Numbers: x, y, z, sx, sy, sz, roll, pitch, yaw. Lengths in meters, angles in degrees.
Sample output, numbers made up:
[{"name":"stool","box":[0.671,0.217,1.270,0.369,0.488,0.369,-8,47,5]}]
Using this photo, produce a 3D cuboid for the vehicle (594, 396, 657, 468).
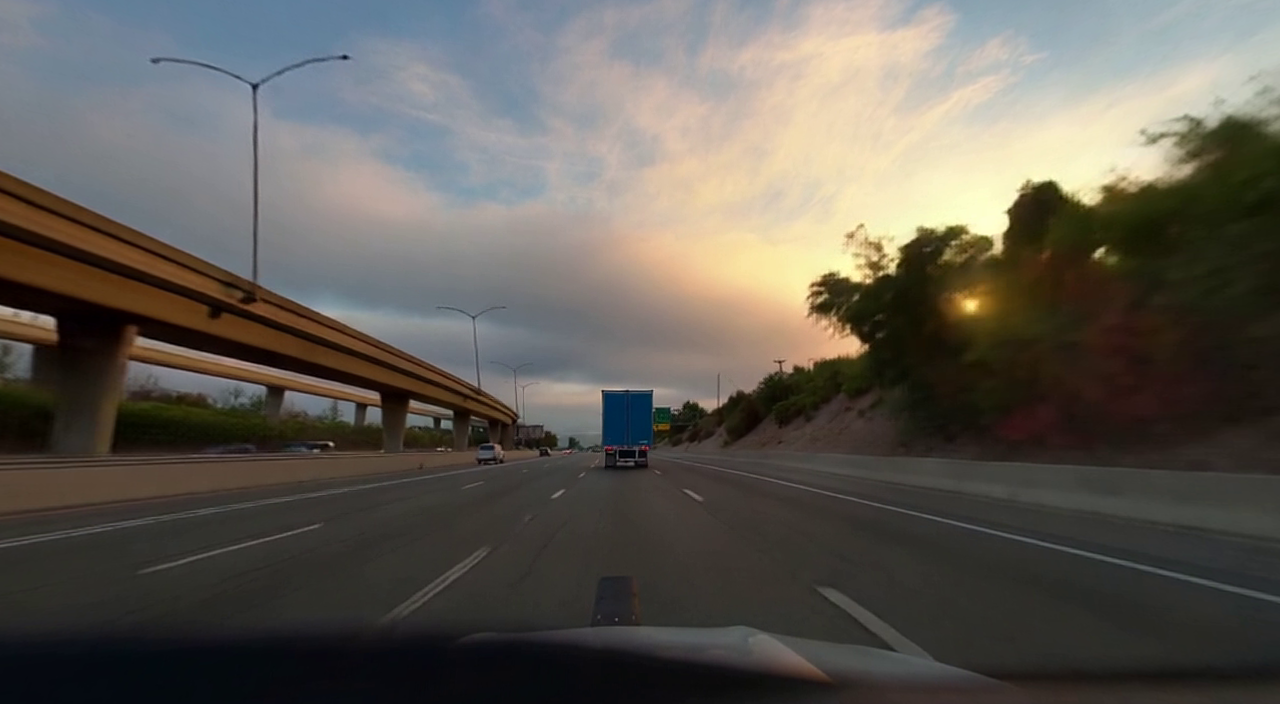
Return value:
[{"name":"vehicle","box":[-0.897,4.976,37.904,3.233,3.678,11.032,0,-9,-2]}]

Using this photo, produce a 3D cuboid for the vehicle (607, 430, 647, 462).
[{"name":"vehicle","box":[-0.763,5.177,34.844,2.052,1.666,4.358,0,-8,-2]}]
